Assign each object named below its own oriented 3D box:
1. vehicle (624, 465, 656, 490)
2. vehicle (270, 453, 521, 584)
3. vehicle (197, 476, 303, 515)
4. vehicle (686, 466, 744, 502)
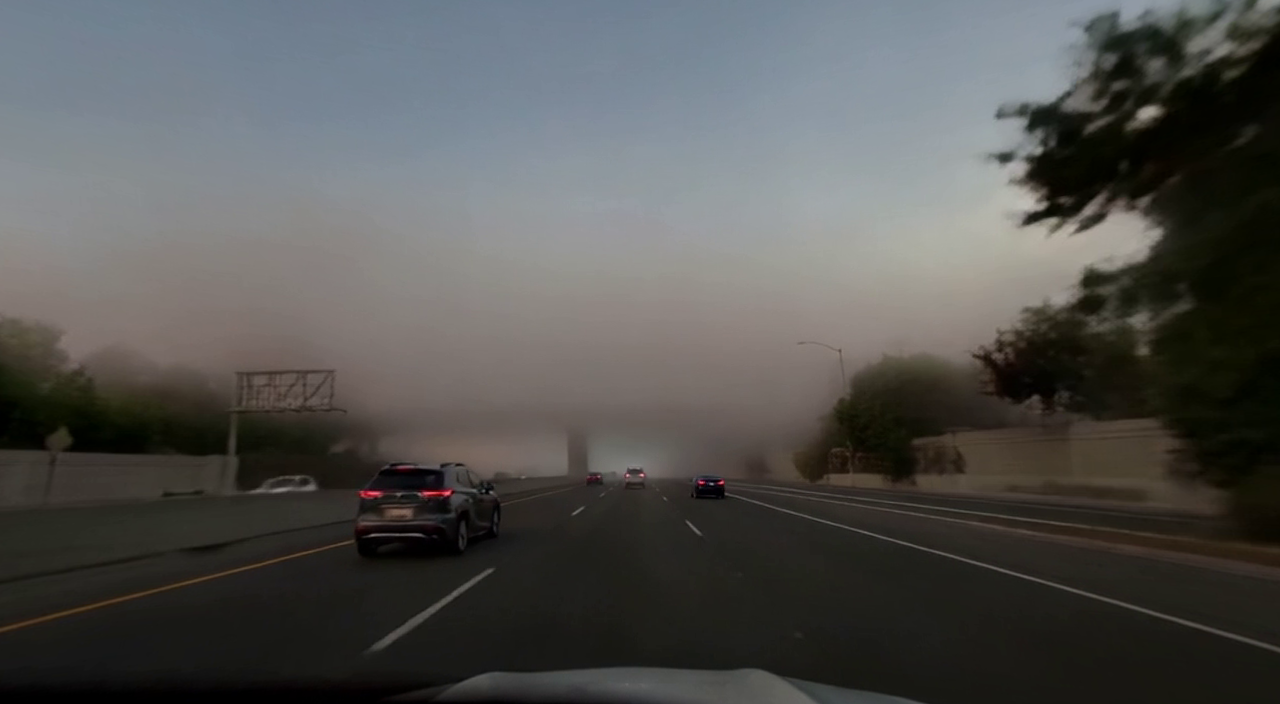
[{"bbox_3d":[0.014,9.073,45.513,2.181,1.698,4.056,1,-11,0],"label":"vehicle"},{"bbox_3d":[-3.351,2.405,9.751,2.099,1.516,4.308,1,-11,0],"label":"vehicle"},{"bbox_3d":[-16.658,6.114,27.101,1.835,1.442,4.120,1,-11,0],"label":"vehicle"},{"bbox_3d":[3.437,6.160,29.487,2.092,1.518,4.348,1,-11,-1],"label":"vehicle"}]
